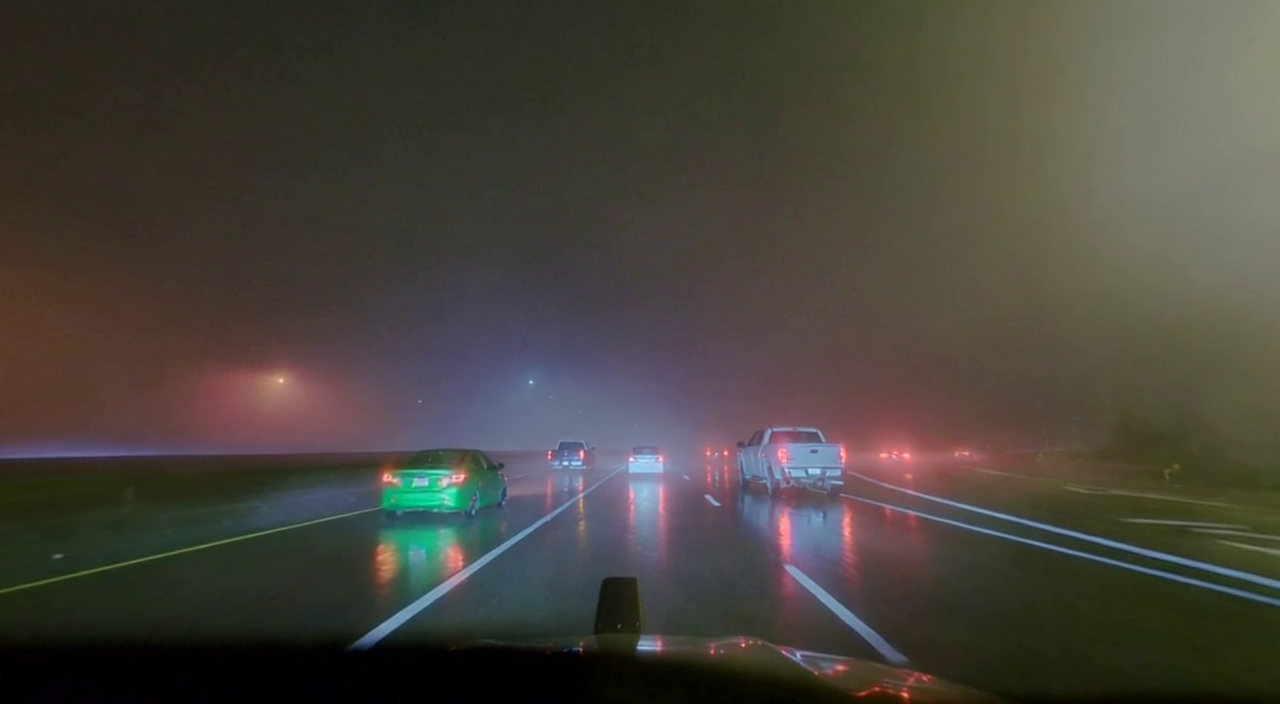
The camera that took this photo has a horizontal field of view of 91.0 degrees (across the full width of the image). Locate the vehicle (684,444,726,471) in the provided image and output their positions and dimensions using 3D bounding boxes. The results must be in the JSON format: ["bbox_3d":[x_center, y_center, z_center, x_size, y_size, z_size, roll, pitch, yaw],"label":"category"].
[{"bbox_3d":[4.050,6.652,39.889,2.145,1.636,4.437,0,-9,-1],"label":"vehicle"}]

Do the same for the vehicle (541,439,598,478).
[{"bbox_3d":[-3.444,5.302,31.628,2.176,1.783,4.799,0,-9,2],"label":"vehicle"}]

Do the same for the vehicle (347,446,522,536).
[{"bbox_3d":[-3.733,2.581,12.377,1.947,1.424,4.264,0,-9,1],"label":"vehicle"}]

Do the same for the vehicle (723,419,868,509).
[{"bbox_3d":[3.745,2.845,16.493,2.340,1.925,5.529,0,-9,-1],"label":"vehicle"}]

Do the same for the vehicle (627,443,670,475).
[{"bbox_3d":[0.446,5.754,34.049,2.147,1.572,4.094,0,-9,0],"label":"vehicle"}]
